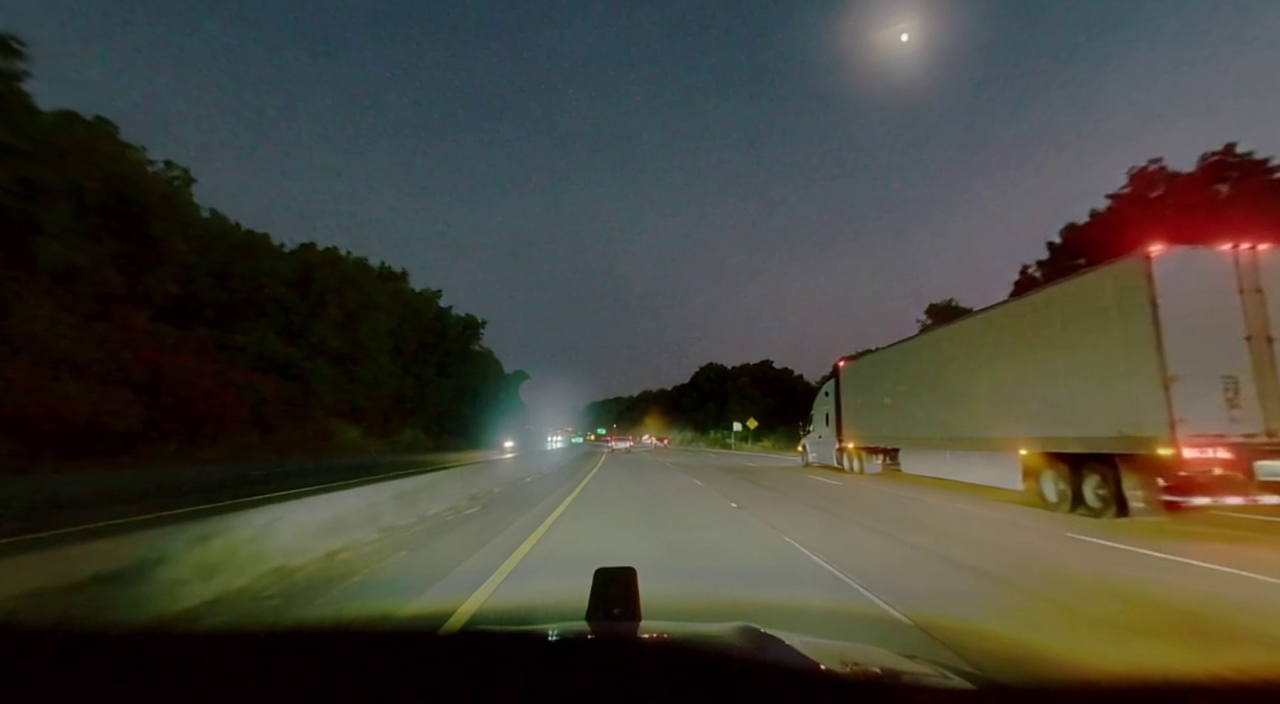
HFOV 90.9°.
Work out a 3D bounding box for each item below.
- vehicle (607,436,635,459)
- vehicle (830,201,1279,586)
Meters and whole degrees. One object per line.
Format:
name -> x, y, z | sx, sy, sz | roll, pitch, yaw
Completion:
vehicle -> -1.528, 7.371, 48.912 | 2.088, 1.671, 4.068 | 0, -8, -3
vehicle -> 7.910, 1.307, 13.738 | 2.888, 4.093, 14.227 | 0, -8, -1
